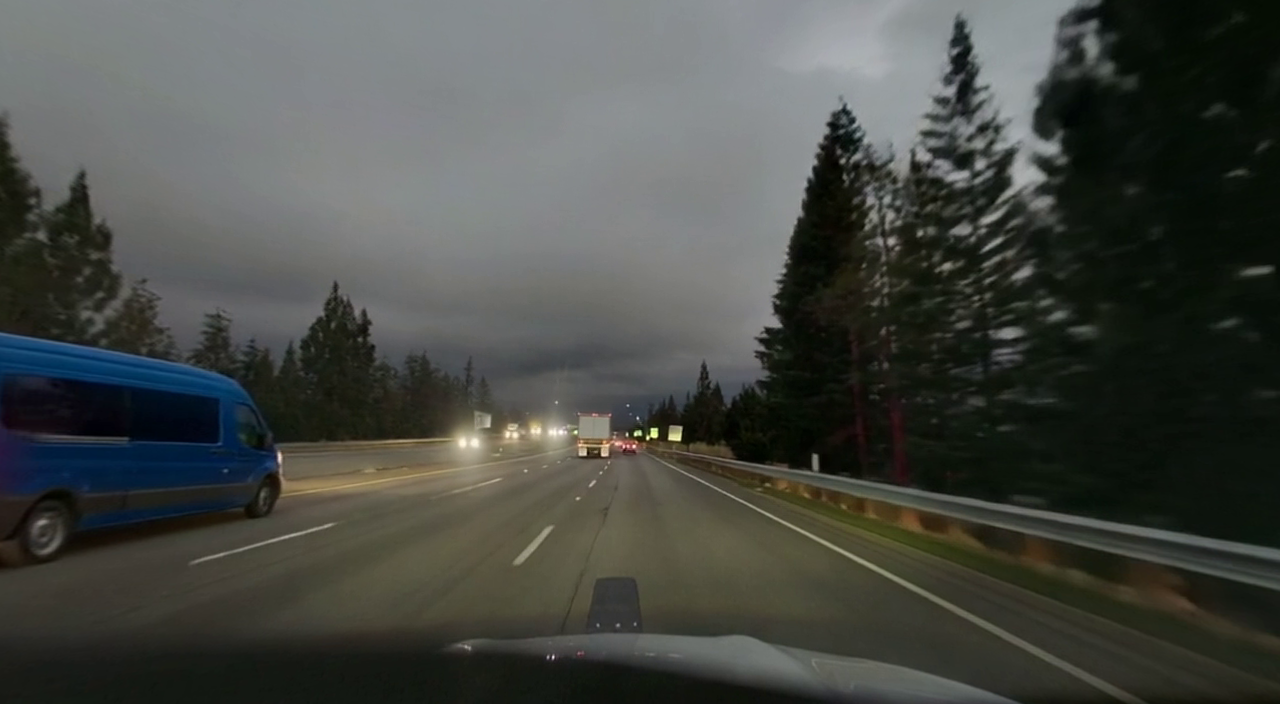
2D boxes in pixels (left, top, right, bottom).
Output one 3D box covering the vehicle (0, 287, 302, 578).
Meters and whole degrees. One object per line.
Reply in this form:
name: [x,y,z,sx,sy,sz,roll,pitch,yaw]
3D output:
vehicle: [-7.371,1.038,7.982,2.396,2.763,6.935,0,-8,-1]
